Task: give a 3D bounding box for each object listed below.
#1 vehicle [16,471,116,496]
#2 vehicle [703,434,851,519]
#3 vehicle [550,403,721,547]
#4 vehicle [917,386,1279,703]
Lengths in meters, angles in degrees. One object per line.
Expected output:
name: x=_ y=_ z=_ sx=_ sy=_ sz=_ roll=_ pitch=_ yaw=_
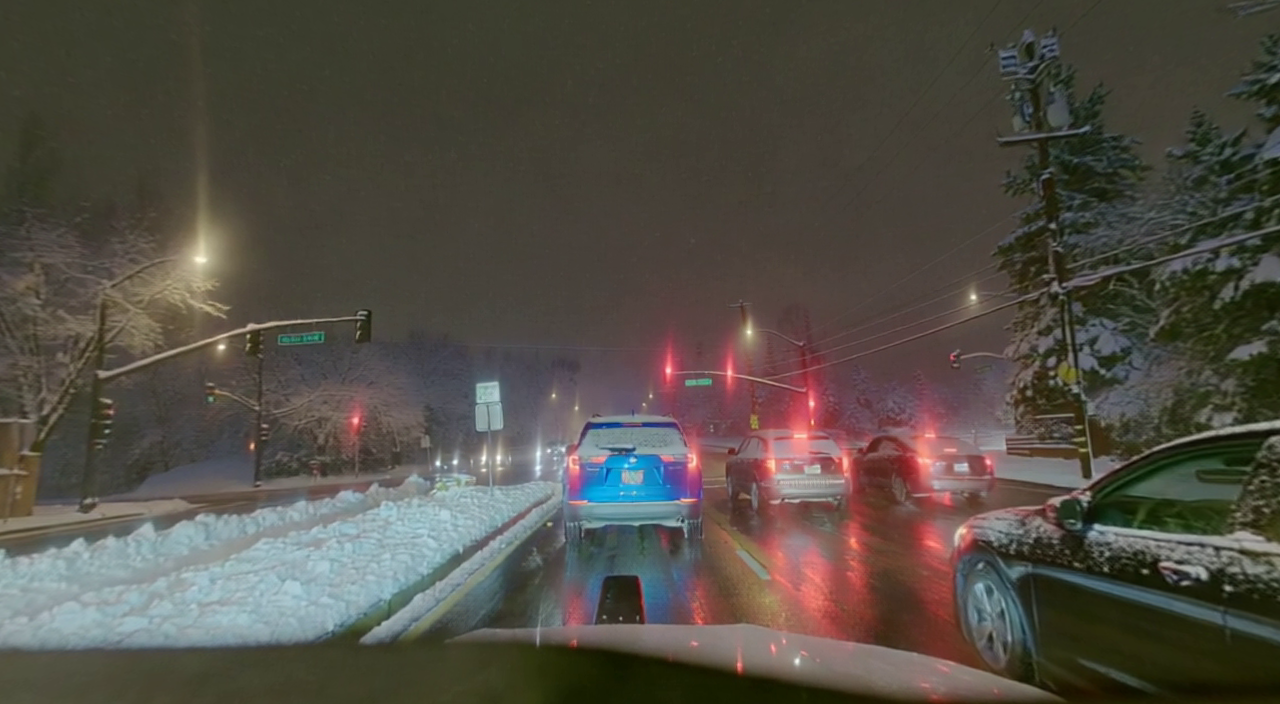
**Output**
vehicle: x=-38.352 y=8.783 z=42.318 sx=4.569 sy=1.505 sz=1.992 roll=0 pitch=-9 yaw=-5
vehicle: x=2.654 y=2.535 z=13.439 sx=2.025 sy=1.477 sz=4.333 roll=0 pitch=-9 yaw=-2
vehicle: x=-0.129 y=1.971 z=10.770 sx=2.236 sy=1.856 sz=4.816 roll=0 pitch=-9 yaw=-2
vehicle: x=2.730 y=0.824 z=1.686 sx=2.004 sy=1.460 sz=4.297 roll=0 pitch=-9 yaw=0
